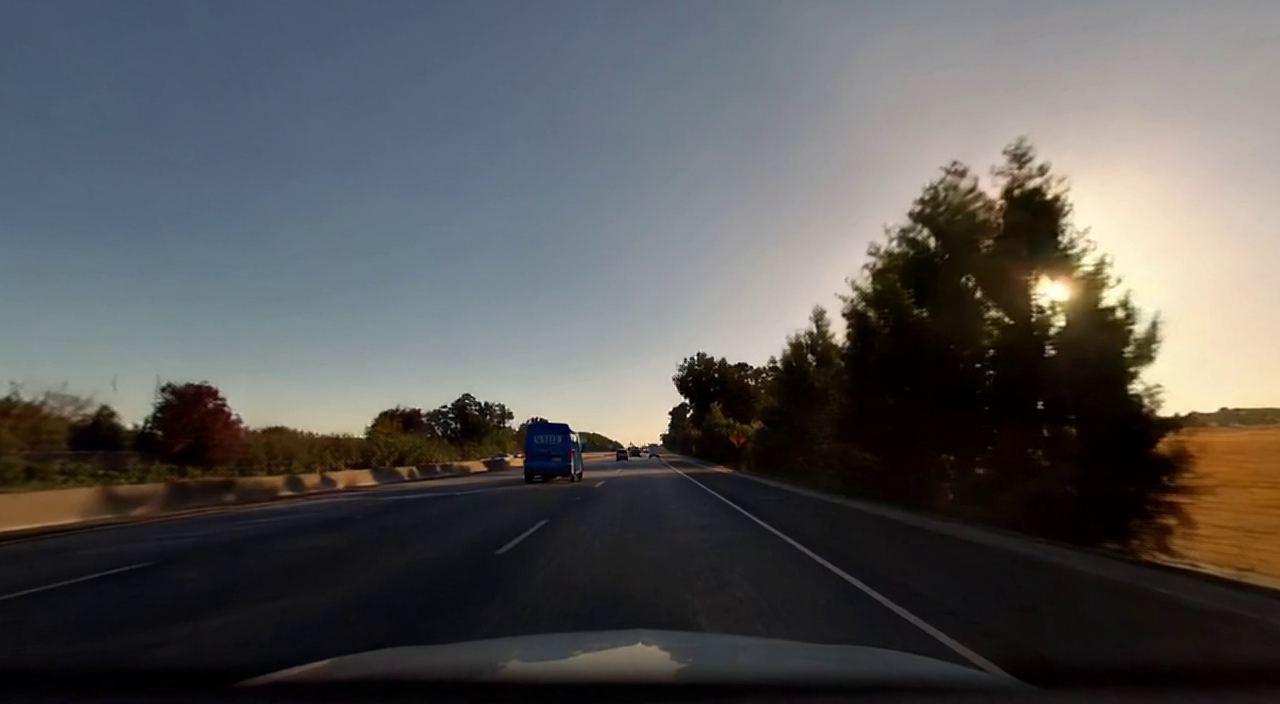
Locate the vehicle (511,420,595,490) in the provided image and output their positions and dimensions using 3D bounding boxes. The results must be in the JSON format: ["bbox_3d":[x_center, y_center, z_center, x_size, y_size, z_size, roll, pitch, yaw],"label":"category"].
[{"bbox_3d":[-3.154,3.923,24.182,2.360,2.367,5.223,0,-9,1],"label":"vehicle"}]
